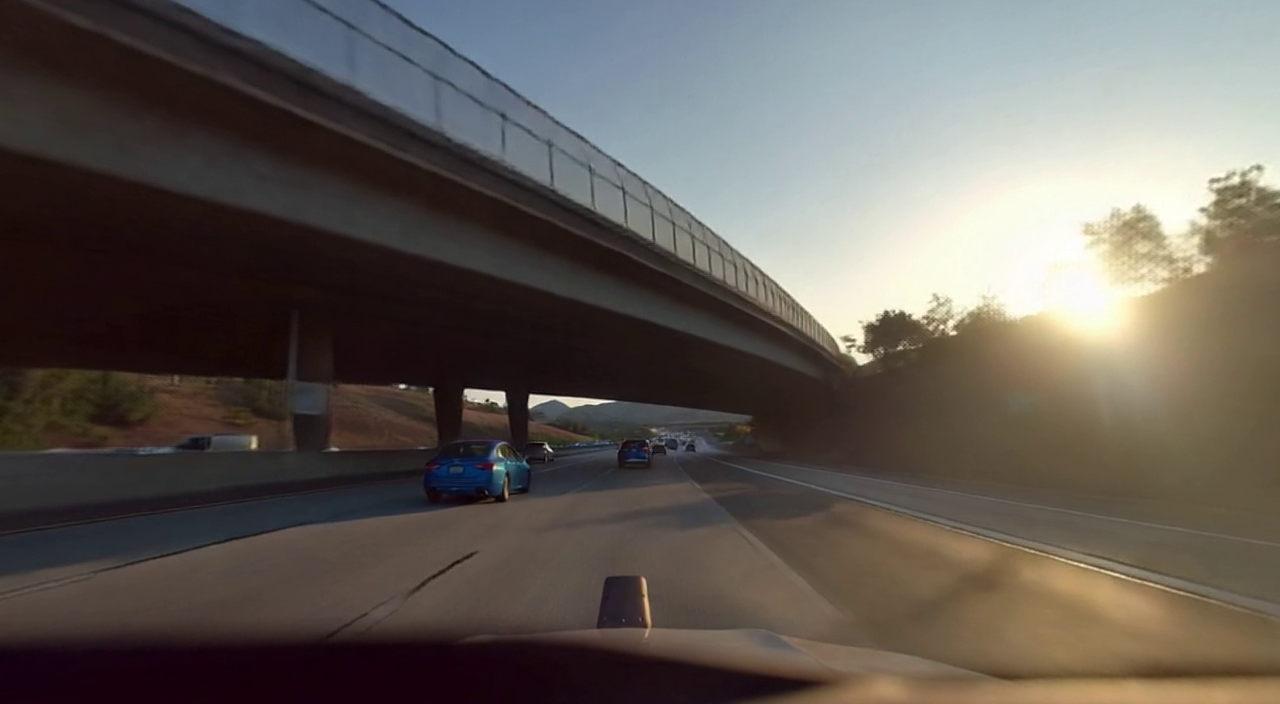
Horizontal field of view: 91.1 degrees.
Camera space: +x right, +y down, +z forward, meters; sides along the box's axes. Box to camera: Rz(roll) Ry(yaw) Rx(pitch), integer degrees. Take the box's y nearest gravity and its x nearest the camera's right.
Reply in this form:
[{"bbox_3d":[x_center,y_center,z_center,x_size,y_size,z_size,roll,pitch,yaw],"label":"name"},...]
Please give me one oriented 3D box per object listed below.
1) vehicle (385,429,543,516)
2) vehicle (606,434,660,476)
[{"bbox_3d":[-3.664,2.606,14.101,2.124,1.607,4.531,0,-9,2],"label":"vehicle"},{"bbox_3d":[-0.246,4.460,27.372,2.155,1.690,4.318,0,-9,1],"label":"vehicle"}]
